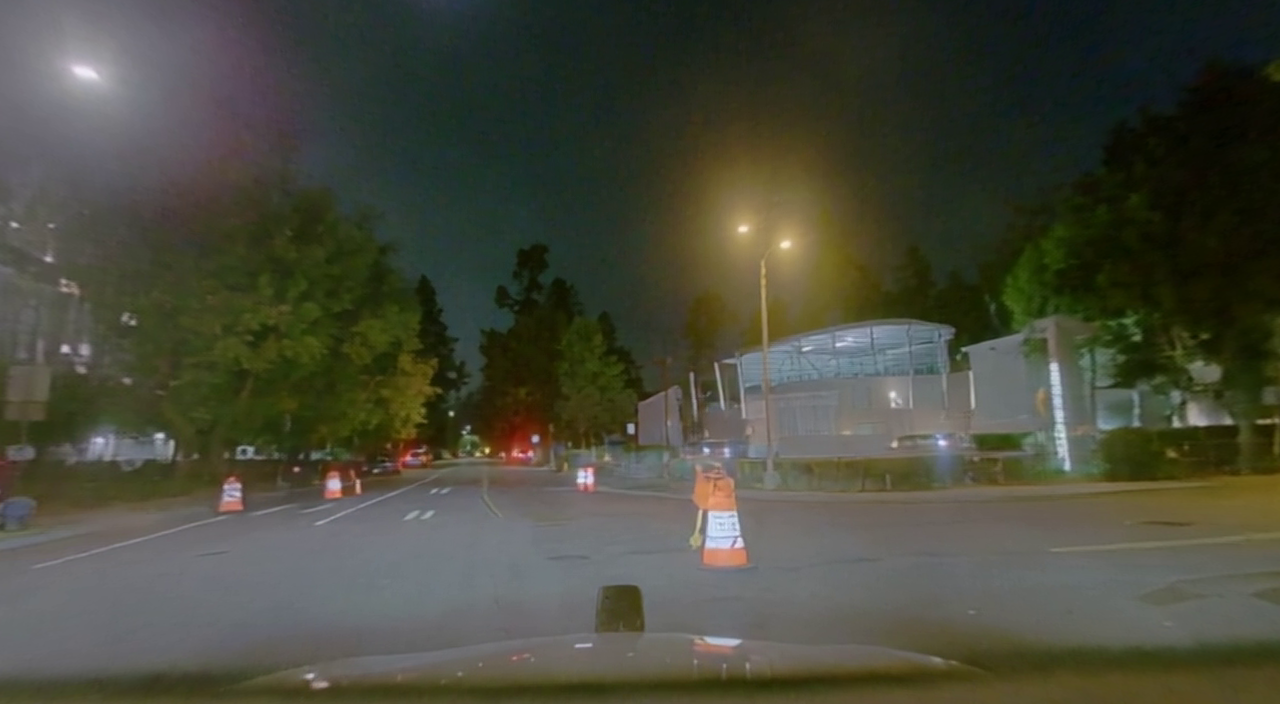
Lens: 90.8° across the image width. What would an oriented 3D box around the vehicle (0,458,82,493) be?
[{"bbox_3d":[-28.571,5.702,29.507,1.771,1.432,4.363,2,-9,-13],"label":"vehicle"}]
